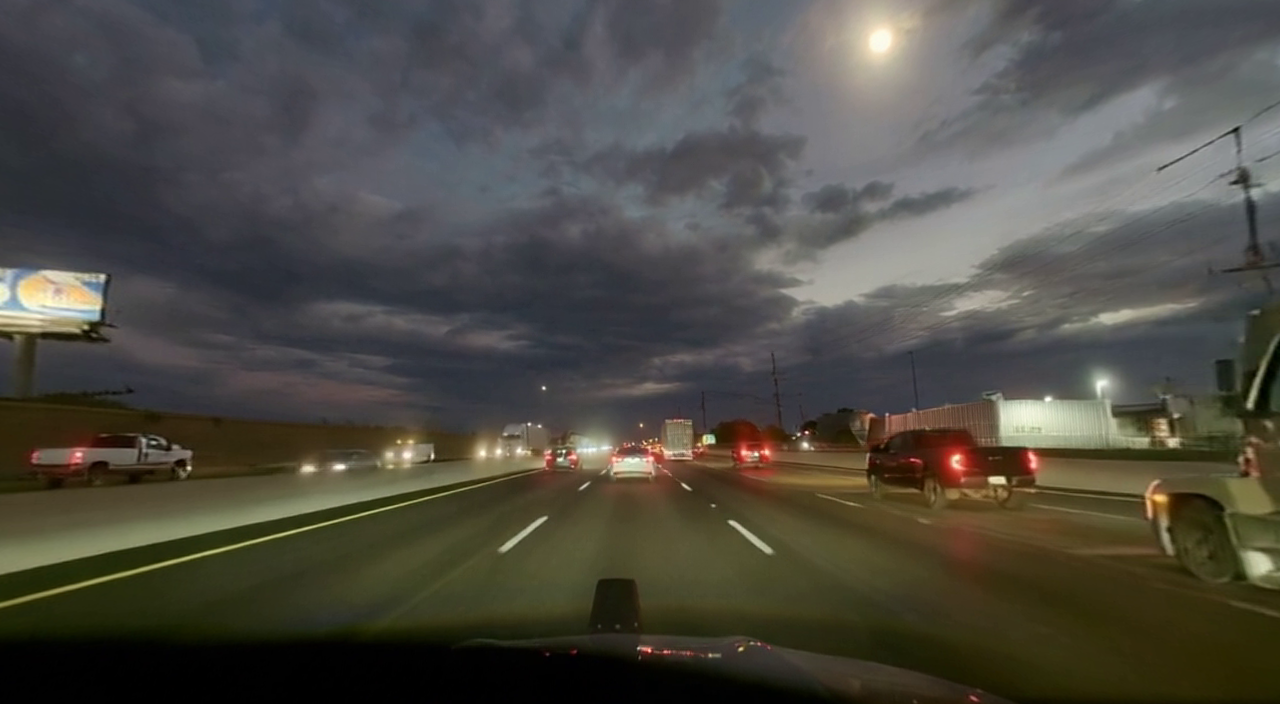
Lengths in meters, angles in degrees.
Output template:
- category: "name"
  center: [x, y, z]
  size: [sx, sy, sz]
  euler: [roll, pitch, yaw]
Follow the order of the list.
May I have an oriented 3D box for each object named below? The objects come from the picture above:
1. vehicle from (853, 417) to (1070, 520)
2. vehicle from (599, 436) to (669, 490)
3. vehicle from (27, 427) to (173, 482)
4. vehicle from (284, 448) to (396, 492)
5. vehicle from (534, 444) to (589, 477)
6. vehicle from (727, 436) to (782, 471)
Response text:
- category: "vehicle"
  center: [6.807, 2.541, 14.283]
  size: [2.086, 1.862, 5.232]
  euler: [0, -9, -1]
- category: "vehicle"
  center: [-0.206, 3.772, 21.753]
  size: [2.191, 1.685, 4.015]
  euler: [0, -9, 0]
- category: "vehicle"
  center: [-31.825, 5.999, 37.701]
  size: [2.736, 2.994, 6.731]
  euler: [0, -7, -1]
- category: "vehicle"
  center: [-10.981, 4.315, 23.571]
  size: [1.877, 1.457, 4.546]
  euler: [0, -9, 1]
- category: "vehicle"
  center: [-3.753, 5.297, 31.049]
  size: [2.025, 1.498, 4.675]
  euler: [0, -9, 1]
- category: "vehicle"
  center: [6.992, 6.270, 39.125]
  size: [2.302, 1.973, 5.502]
  euler: [0, -9, -1]
